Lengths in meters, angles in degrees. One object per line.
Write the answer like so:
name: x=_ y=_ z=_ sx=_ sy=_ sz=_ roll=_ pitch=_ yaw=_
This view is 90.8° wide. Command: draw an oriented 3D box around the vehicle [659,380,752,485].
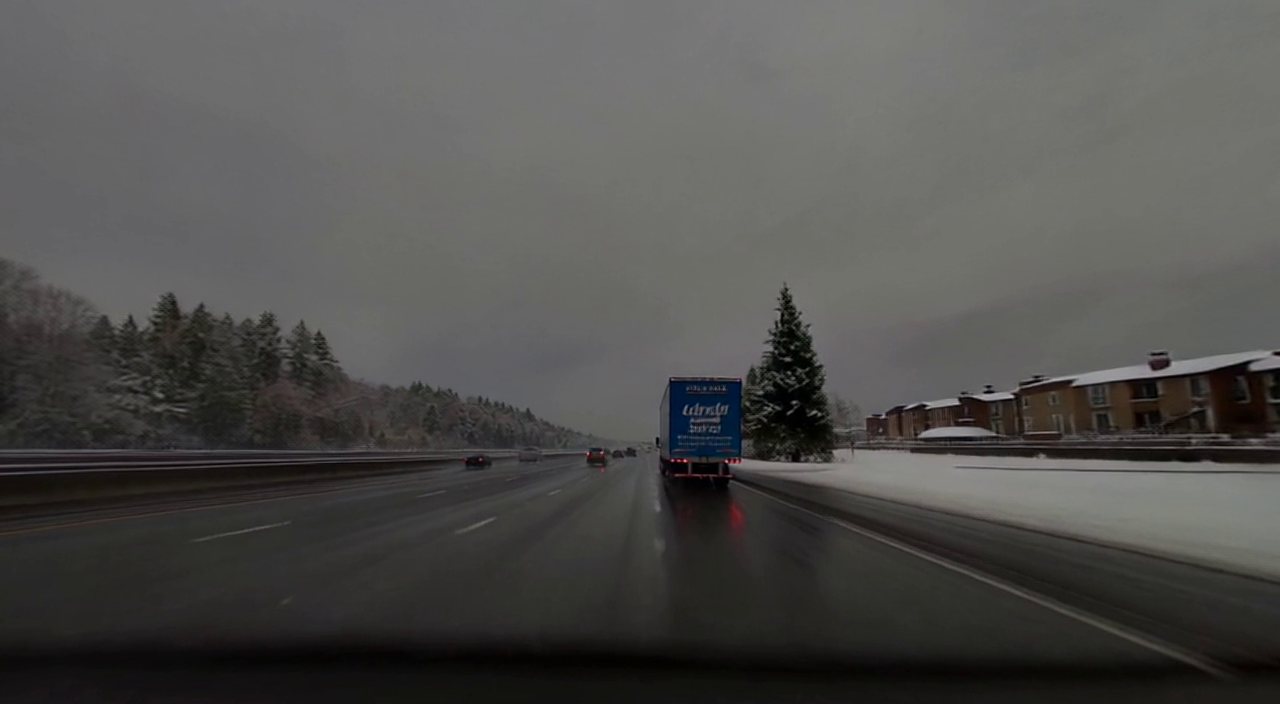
vehicle: x=2.786 y=4.308 z=32.544 sx=3.140 sy=4.100 sz=15.551 roll=0 pitch=-9 yaw=0
